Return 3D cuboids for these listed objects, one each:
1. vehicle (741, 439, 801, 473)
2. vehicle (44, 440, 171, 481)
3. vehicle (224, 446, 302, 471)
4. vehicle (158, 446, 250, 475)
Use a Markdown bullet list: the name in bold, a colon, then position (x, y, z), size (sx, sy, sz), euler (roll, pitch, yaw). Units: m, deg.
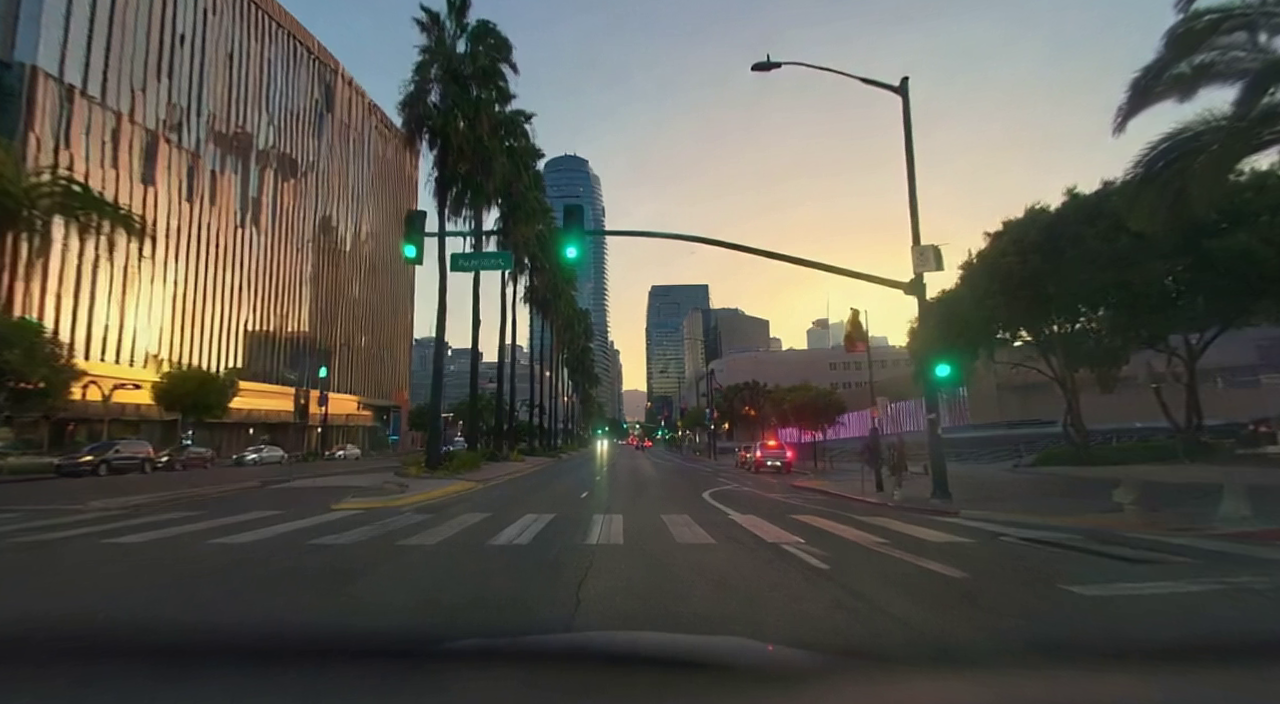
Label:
- **vehicle**: position (7.109, 5.684, 34.763), size (2.225, 1.727, 4.418), euler (0, -9, -2)
- **vehicle**: position (-24.338, 4.953, 29.139), size (1.891, 1.737, 4.597), euler (0, -8, -2)
- **vehicle**: position (-24.304, 6.838, 41.015), size (1.905, 1.496, 4.960), euler (-1, -9, 2)
- **vehicle**: position (-24.223, 6.013, 35.330), size (1.792, 1.461, 4.569), euler (0, -8, 1)
